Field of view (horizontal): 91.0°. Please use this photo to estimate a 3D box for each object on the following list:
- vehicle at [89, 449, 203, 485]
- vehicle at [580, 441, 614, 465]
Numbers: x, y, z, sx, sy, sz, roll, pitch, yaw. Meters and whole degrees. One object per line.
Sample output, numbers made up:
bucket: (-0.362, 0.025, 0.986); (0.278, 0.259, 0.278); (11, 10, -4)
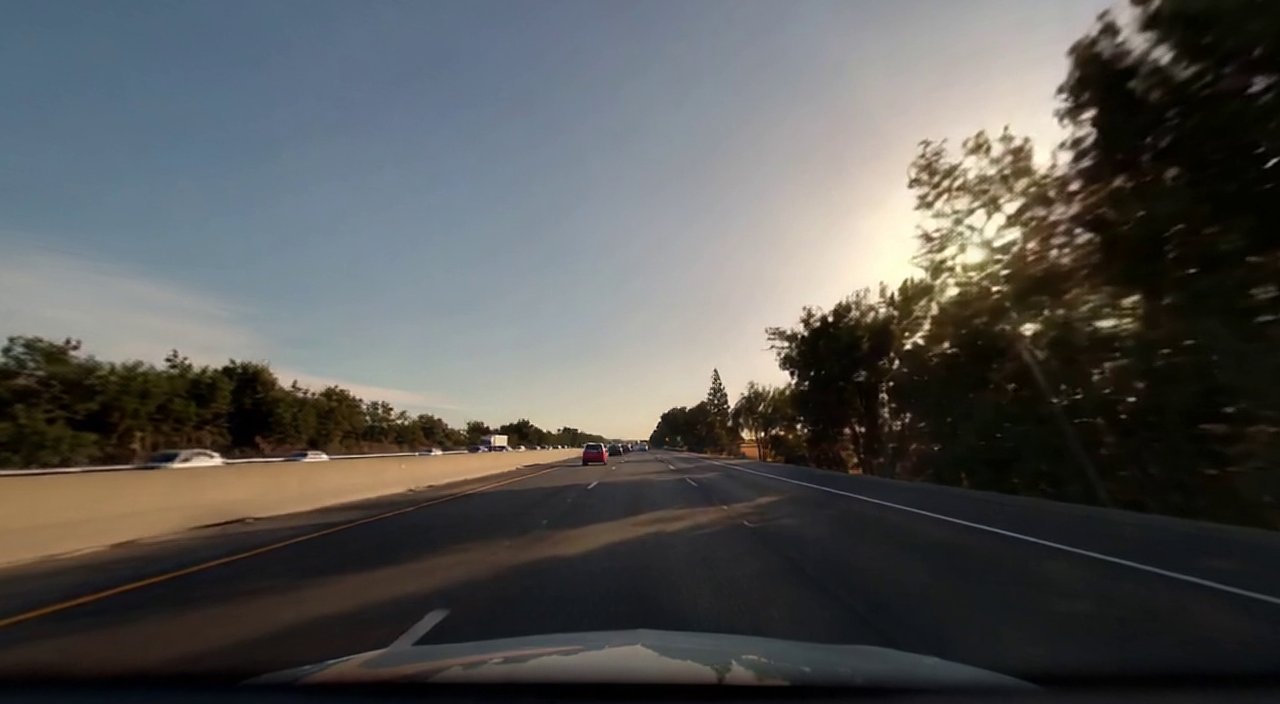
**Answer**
vehicle: (-24.411, 5.657, 31.370); (1.893, 1.640, 4.541); (0, -9, 0)
vehicle: (-3.209, 7.667, 47.896); (2.166, 1.723, 4.267); (0, -9, 1)
